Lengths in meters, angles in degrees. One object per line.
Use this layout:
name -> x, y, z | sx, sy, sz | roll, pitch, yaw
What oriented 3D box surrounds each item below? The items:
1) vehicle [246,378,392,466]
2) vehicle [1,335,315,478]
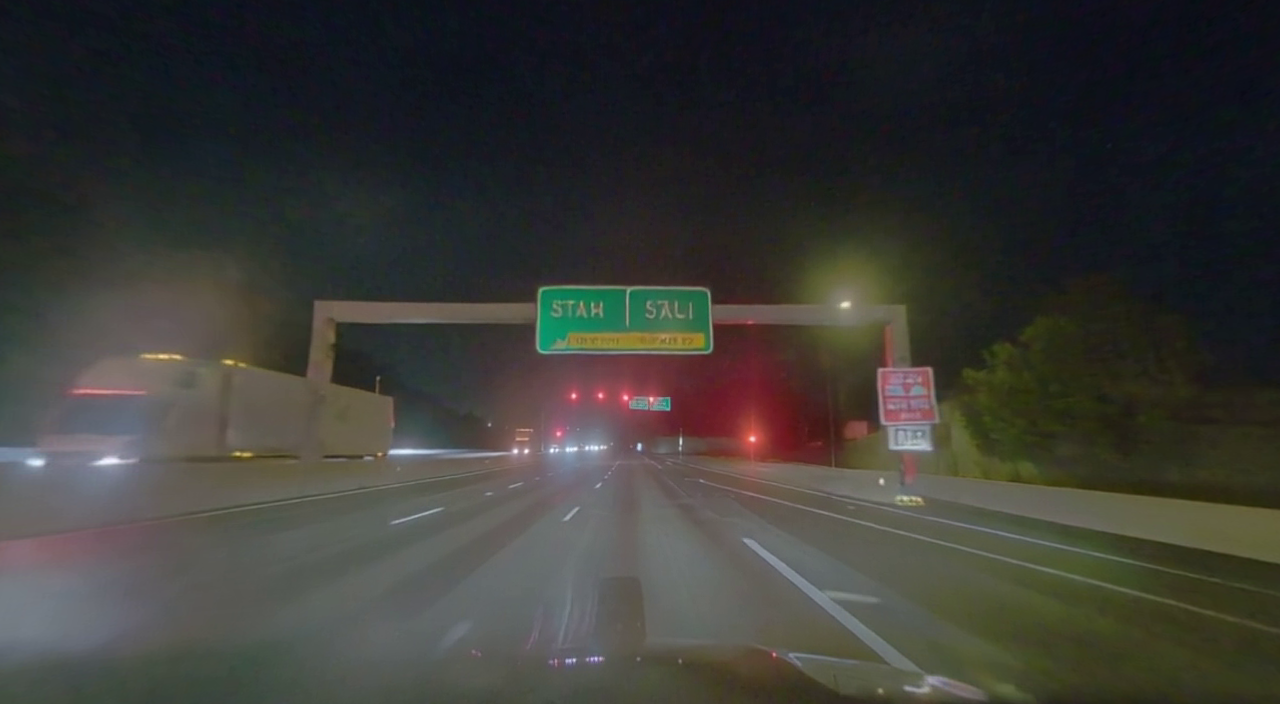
vehicle -> -15.610, 3.670, 31.683 | 2.883, 3.846, 8.312 | 0, -9, 0
vehicle -> -15.611, 2.236, 22.209 | 2.962, 3.855, 10.399 | 0, -9, -1
